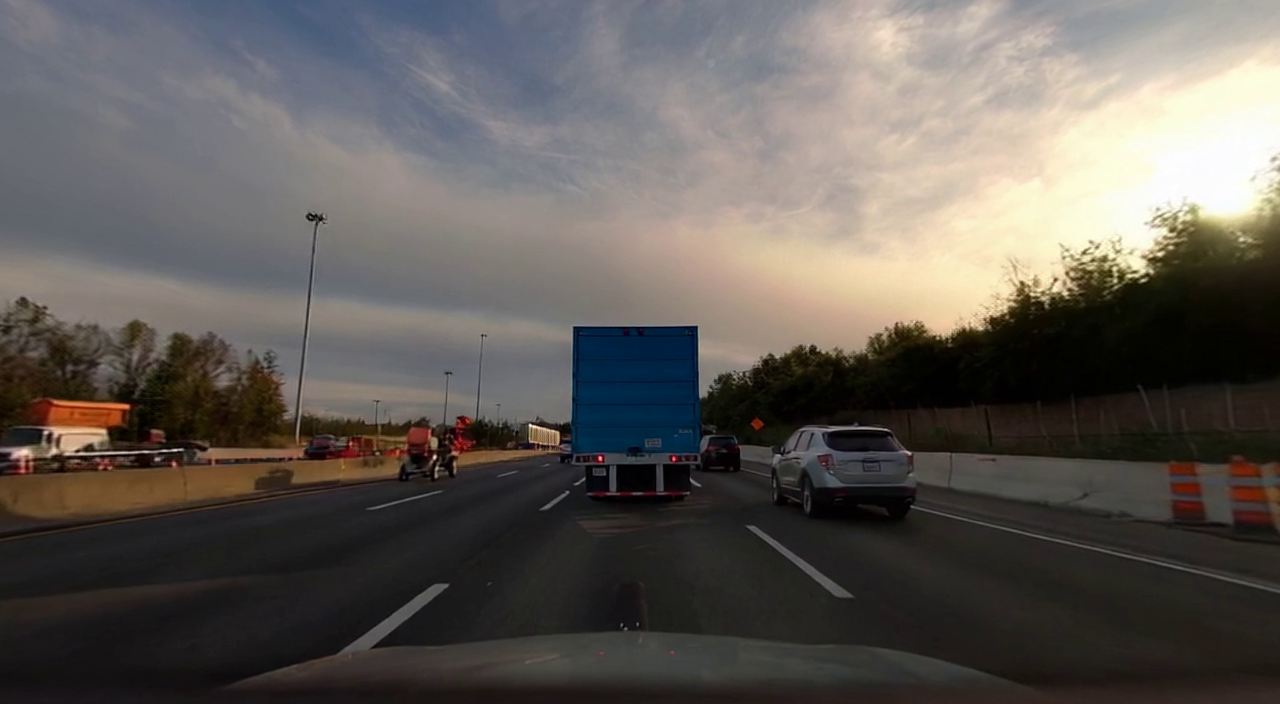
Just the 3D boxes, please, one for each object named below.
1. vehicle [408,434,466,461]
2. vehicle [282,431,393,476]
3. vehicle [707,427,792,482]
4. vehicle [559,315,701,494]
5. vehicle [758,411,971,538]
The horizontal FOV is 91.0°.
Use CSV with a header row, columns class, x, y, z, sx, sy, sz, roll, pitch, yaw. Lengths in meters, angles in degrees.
class,x,y,z,sx,sy,sz,roll,pitch,yaw
vehicle,-12.371,5.855,38.663,1.887,1.511,4.152,-1,-9,5
vehicle,-12.850,4.367,27.169,2.054,1.708,4.663,1,-9,6
vehicle,3.673,3.546,21.906,1.998,1.713,4.149,1,-9,-3
vehicle,-0.175,1.878,18.935,3.067,3.940,10.154,0,-9,0
vehicle,3.486,2.000,10.807,2.103,1.713,4.173,0,-9,0
